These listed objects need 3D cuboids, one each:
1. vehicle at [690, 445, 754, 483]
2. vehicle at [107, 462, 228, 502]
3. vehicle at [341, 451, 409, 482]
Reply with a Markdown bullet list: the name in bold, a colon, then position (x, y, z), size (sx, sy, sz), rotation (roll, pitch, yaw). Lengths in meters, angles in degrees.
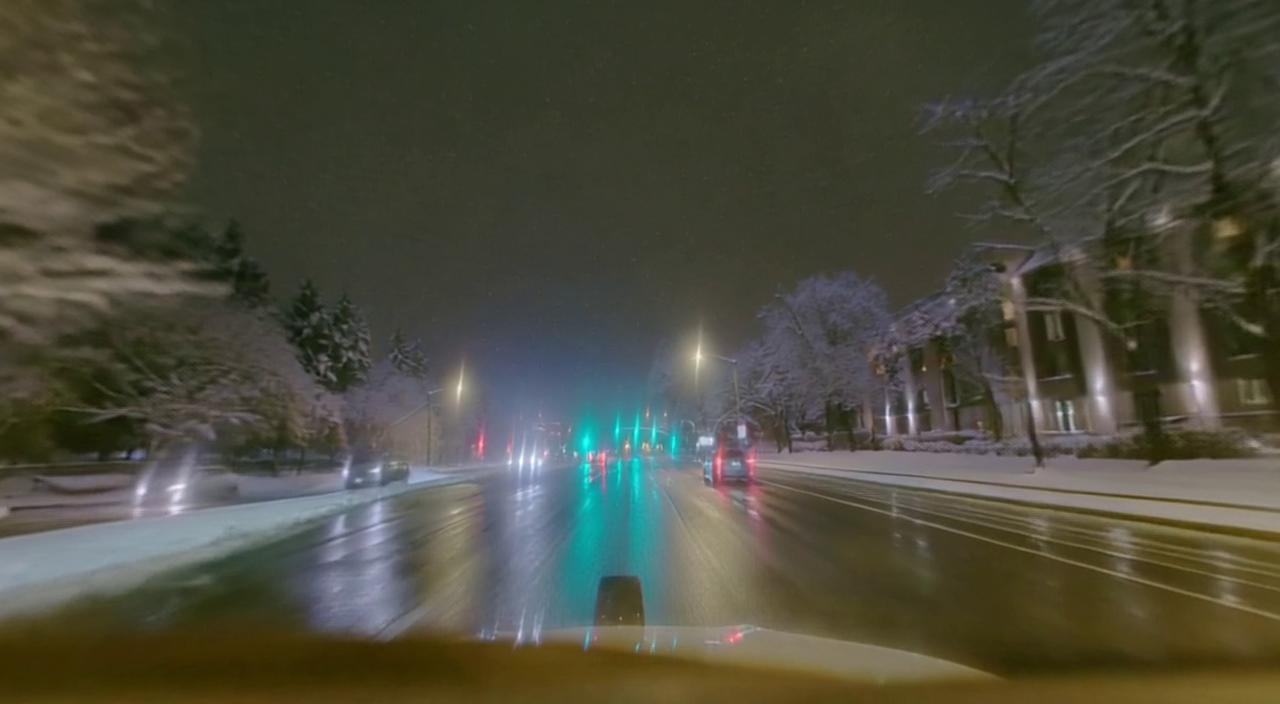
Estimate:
- **vehicle**: position (3.348, 4.645, 26.511), size (1.966, 1.449, 4.290), rotation (0, -9, -2)
- **vehicle**: position (-24.931, 6.822, 33.515), size (2.025, 1.792, 4.643), rotation (-7, -11, 37)
- **vehicle**: position (-16.125, 6.954, 38.756), size (2.093, 1.709, 4.952), rotation (0, -9, -1)
